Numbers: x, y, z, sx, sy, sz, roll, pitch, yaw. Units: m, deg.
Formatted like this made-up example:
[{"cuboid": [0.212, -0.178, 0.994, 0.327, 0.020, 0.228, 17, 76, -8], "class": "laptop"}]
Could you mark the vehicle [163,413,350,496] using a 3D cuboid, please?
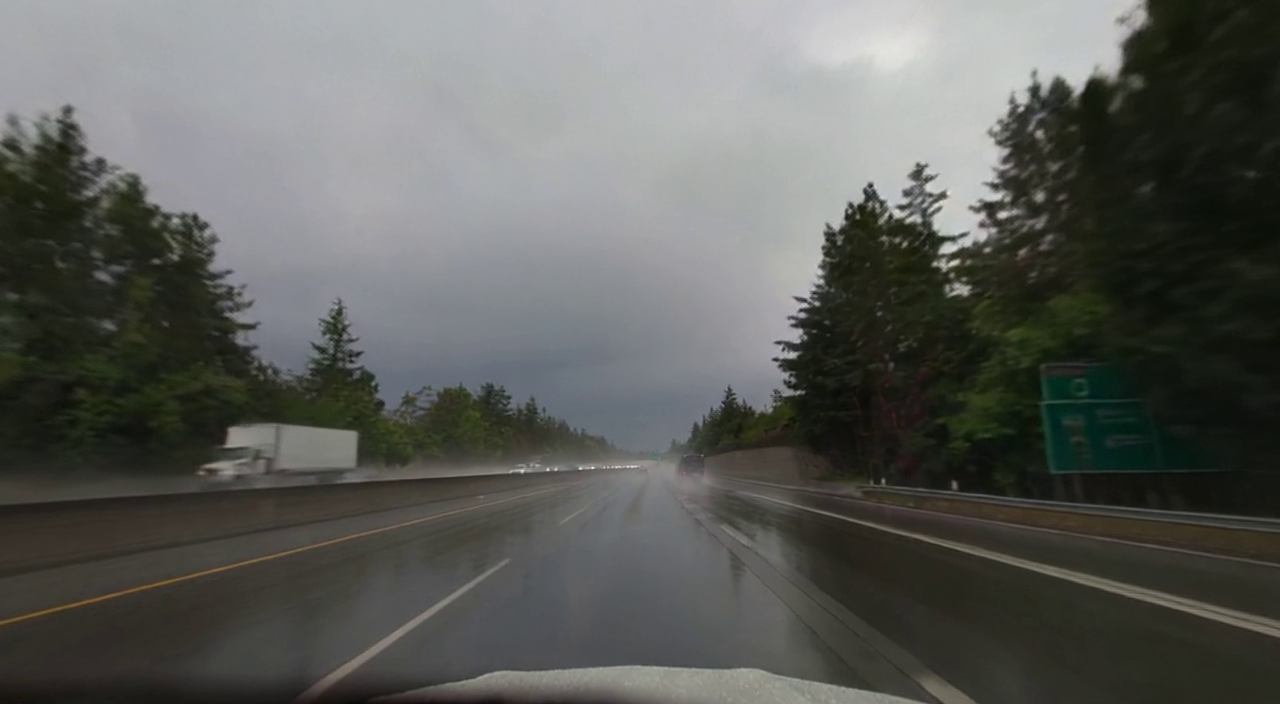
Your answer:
[{"cuboid": [-21.403, 6.074, 36.716, 2.933, 3.987, 12.166, 1, -10, 1], "class": "vehicle"}]

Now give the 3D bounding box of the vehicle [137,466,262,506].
[{"cuboid": [-17.625, 5.361, 25.515, 1.886, 1.412, 4.246, 1, -10, 1], "class": "vehicle"}]

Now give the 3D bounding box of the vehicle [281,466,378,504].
[{"cuboid": [-13.884, 5.957, 28.526, 2.056, 1.487, 4.517, 1, -10, 1], "class": "vehicle"}]
